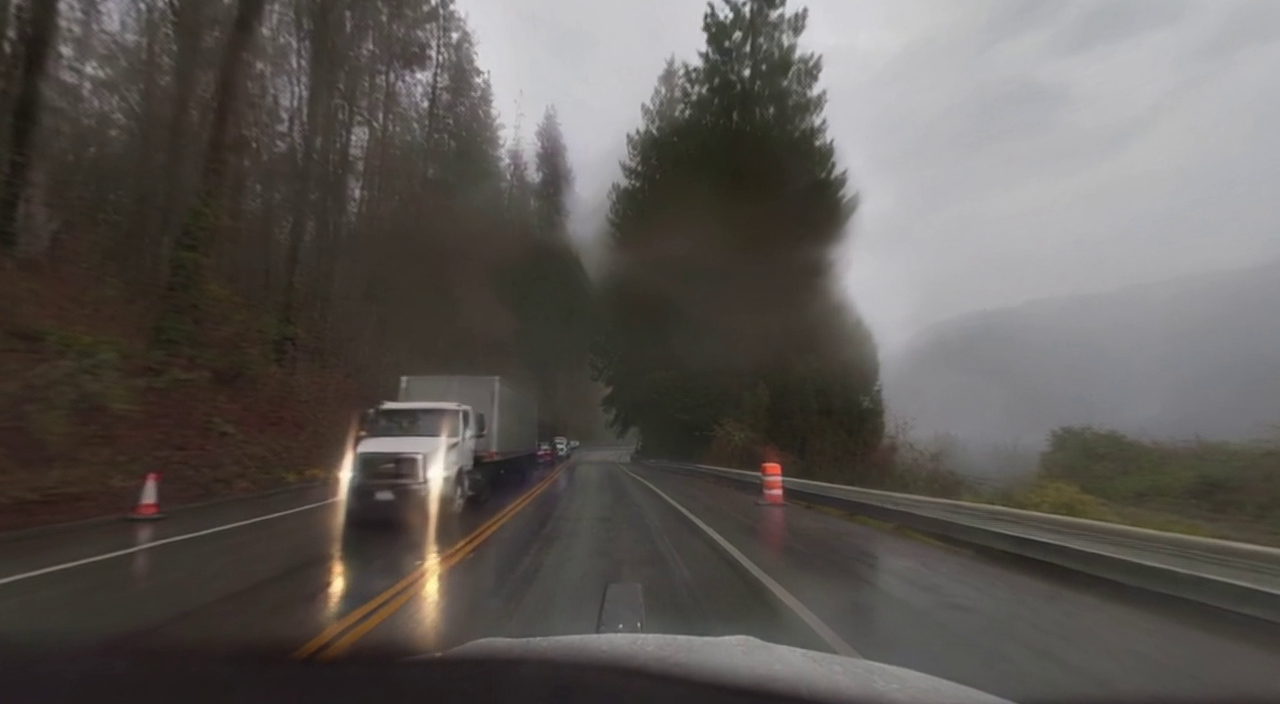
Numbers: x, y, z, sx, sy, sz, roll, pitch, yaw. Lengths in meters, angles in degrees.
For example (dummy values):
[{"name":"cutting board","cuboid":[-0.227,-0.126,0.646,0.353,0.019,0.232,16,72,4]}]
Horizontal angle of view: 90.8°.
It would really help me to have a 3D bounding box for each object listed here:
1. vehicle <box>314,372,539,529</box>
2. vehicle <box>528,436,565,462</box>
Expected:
[{"name":"vehicle","cuboid":[-4.191,2.252,14.821,2.939,2.556,8.664,1,-8,-5]},{"name":"vehicle","cuboid":[-6.526,6.841,44.578,2.096,1.705,4.352,0,-8,-2]}]
